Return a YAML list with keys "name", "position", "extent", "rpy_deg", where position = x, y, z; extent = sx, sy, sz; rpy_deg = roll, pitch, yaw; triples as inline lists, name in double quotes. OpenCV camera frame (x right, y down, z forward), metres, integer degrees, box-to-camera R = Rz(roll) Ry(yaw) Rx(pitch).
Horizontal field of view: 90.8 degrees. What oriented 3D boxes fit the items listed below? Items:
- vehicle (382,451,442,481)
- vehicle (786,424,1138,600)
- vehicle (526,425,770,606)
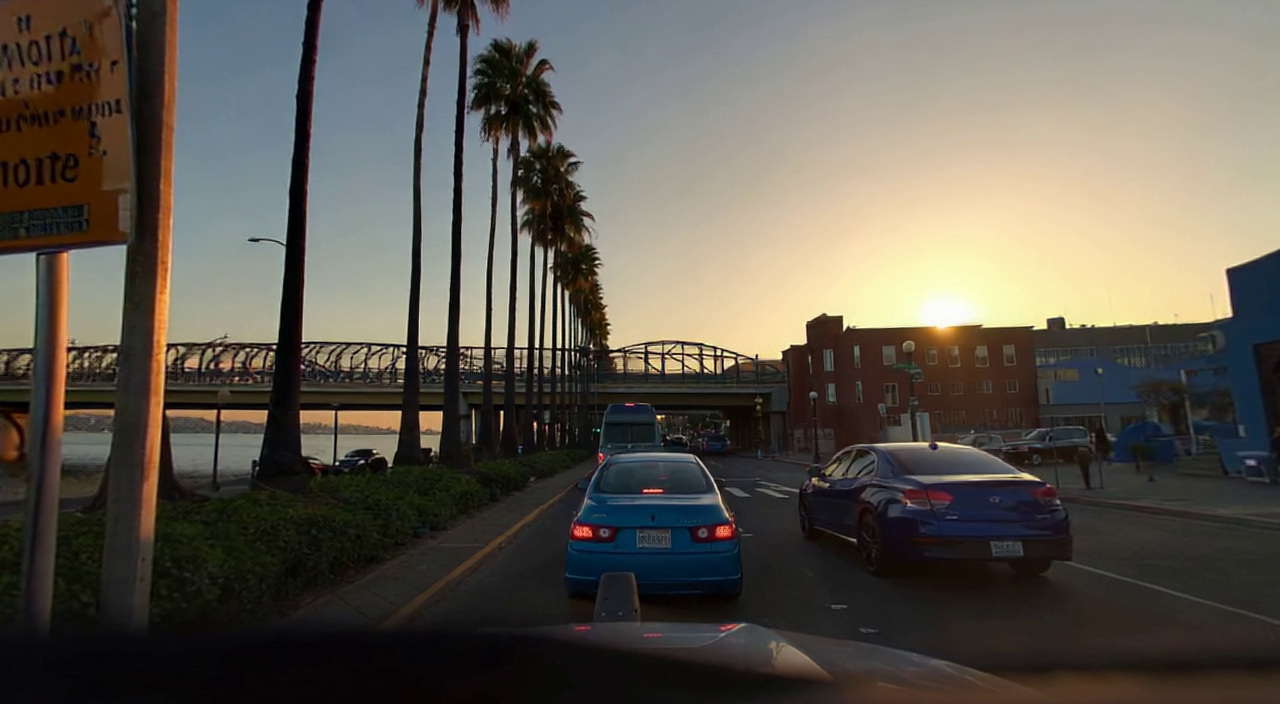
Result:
- name: "vehicle"
  position: [-14.937, 7.480, 41.662]
  extent: [2.104, 1.802, 4.852]
  rpy_deg: [-1, -8, 1]
- name: "vehicle"
  position: [3.289, 1.711, 7.705]
  extent: [1.920, 1.490, 4.417]
  rpy_deg: [0, -9, -1]
- name: "vehicle"
  position: [0.063, 1.662, 7.246]
  extent: [2.048, 1.503, 3.681]
  rpy_deg: [0, -9, 0]
